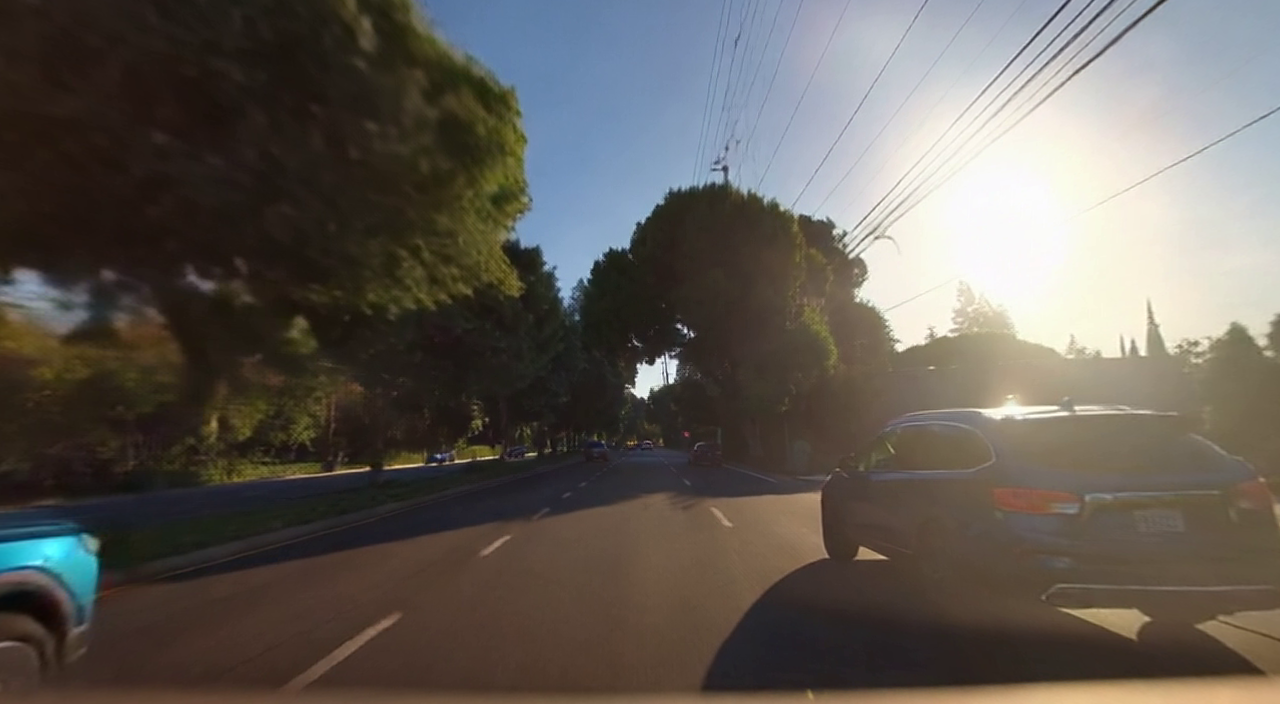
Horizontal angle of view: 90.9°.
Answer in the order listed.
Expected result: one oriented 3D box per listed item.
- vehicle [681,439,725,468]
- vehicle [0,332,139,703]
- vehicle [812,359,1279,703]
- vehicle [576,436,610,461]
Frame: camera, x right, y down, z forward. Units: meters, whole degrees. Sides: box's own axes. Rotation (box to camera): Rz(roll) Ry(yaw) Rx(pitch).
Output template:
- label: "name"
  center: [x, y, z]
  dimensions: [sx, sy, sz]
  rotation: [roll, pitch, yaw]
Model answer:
- label: "vehicle"
  center: [3.407, 5.577, 34.877]
  dimensions: [1.906, 1.468, 4.422]
  rotation: [0, -8, 0]
- label: "vehicle"
  center: [-3.733, 0.581, 0.991]
  dimensions: [2.104, 1.785, 4.494]
  rotation: [0, -8, 1]
- label: "vehicle"
  center: [3.233, 1.226, 5.484]
  dimensions: [2.182, 1.744, 4.464]
  rotation: [0, -8, 0]
- label: "vehicle"
  center: [-3.398, 7.104, 46.318]
  dimensions: [2.066, 1.725, 4.241]
  rotation: [0, -8, 1]
